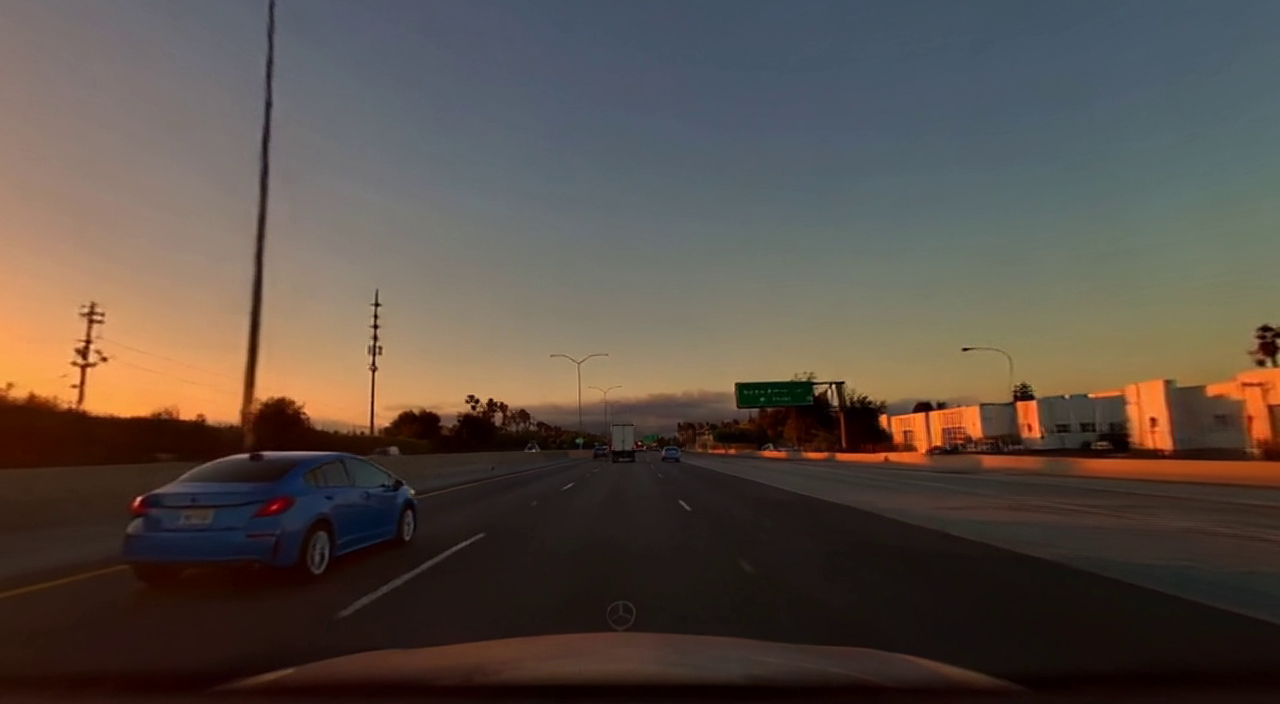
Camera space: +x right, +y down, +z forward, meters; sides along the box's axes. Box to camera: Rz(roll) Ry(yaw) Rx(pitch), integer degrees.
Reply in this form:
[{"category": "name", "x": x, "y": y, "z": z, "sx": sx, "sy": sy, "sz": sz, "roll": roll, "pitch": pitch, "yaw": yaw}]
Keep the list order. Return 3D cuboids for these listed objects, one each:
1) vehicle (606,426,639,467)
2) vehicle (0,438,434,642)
[{"category": "vehicle", "x": -1.313, "y": 7.256, "z": 48.578, "sx": 2.364, "sy": 2.953, "sz": 6.495, "roll": 0, "pitch": -9, "yaw": -2}, {"category": "vehicle", "x": -3.992, "y": 1.686, "z": 6.765, "sx": 2.097, "sy": 1.447, "sz": 4.291, "roll": 0, "pitch": -9, "yaw": 0}]
